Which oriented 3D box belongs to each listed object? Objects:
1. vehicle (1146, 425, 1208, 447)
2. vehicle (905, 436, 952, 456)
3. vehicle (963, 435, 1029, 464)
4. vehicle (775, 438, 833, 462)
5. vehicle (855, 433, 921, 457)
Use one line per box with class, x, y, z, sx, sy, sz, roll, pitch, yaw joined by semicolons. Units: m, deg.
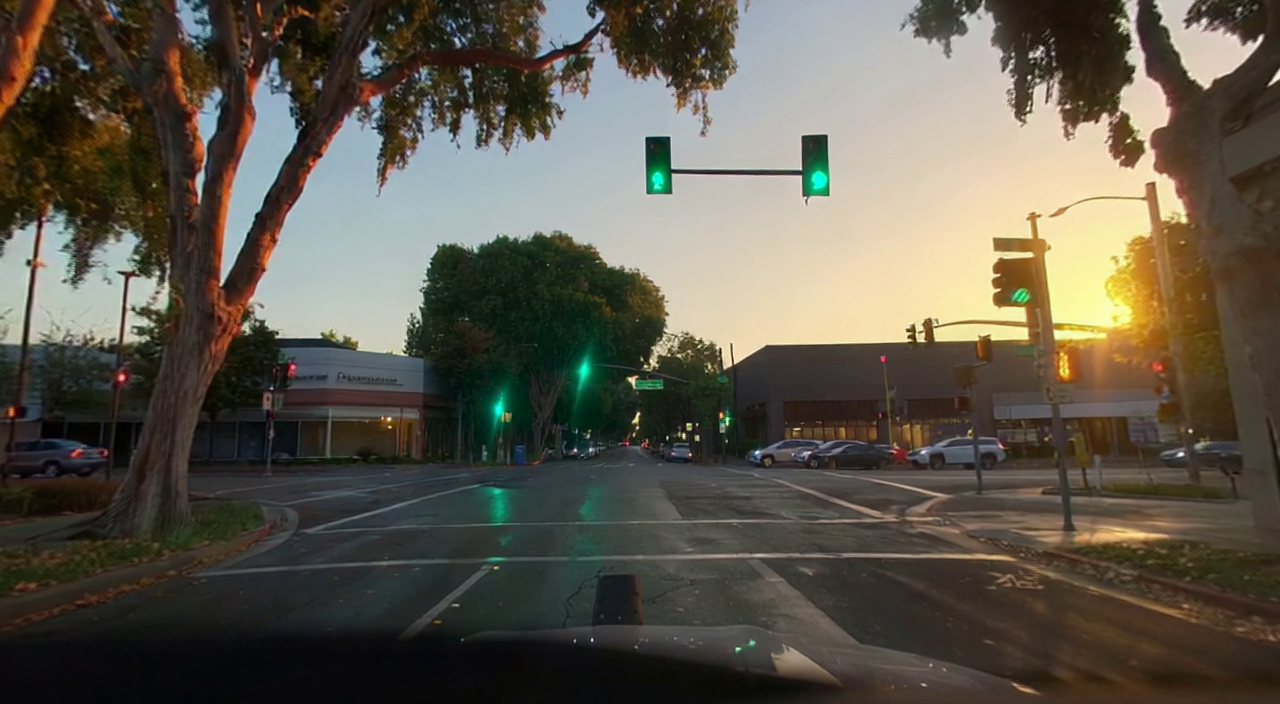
vehicle;41.064;6.452;47.986;1.682;1.422;3.422;3;-10;1
vehicle;21.814;7.136;47.496;1.923;1.463;3.758;-1;-9;3
vehicle;20.985;5.737;37.100;1.851;1.388;3.475;0;-4;0
vehicle;11.087;6.622;42.246;1.955;1.508;4.295;-8;-12;42
vehicle;16.926;6.334;42.692;4.522;1.546;1.941;6;-11;-34
